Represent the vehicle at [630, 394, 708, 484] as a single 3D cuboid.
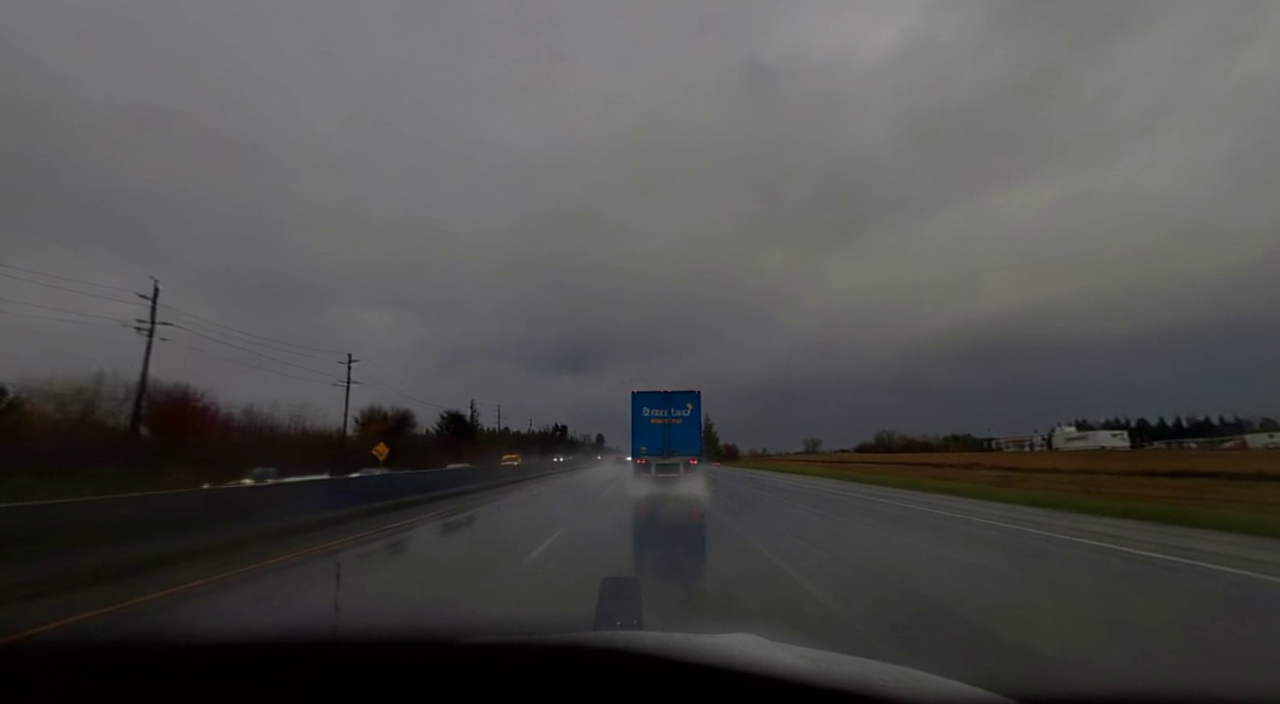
[{"bbox_3d":[1.482,5.327,37.402,3.537,4.071,17.399,0,-9,1],"label":"vehicle"}]
